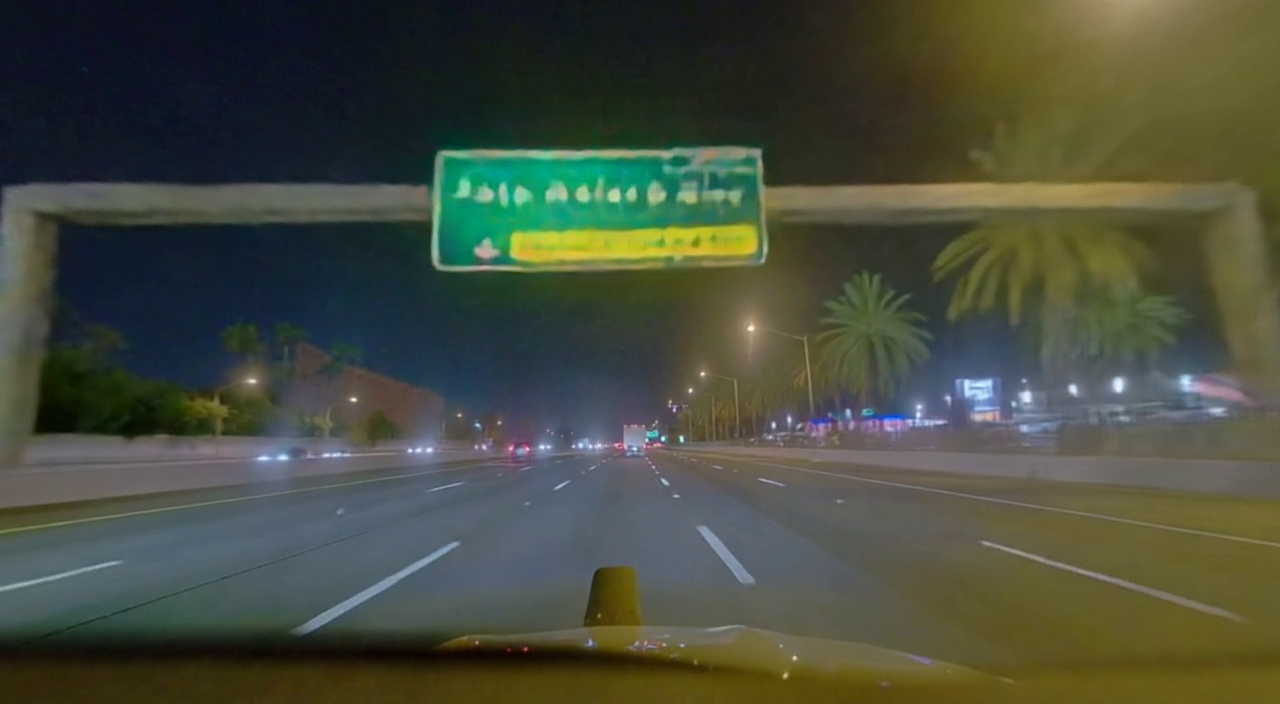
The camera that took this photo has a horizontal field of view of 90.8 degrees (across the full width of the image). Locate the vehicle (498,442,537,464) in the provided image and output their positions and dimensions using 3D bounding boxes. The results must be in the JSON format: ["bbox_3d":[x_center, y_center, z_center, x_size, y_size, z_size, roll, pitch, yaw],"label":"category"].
[{"bbox_3d":[-8.831,7.350,46.037,1.971,1.552,4.465,0,-9,0],"label":"vehicle"}]
